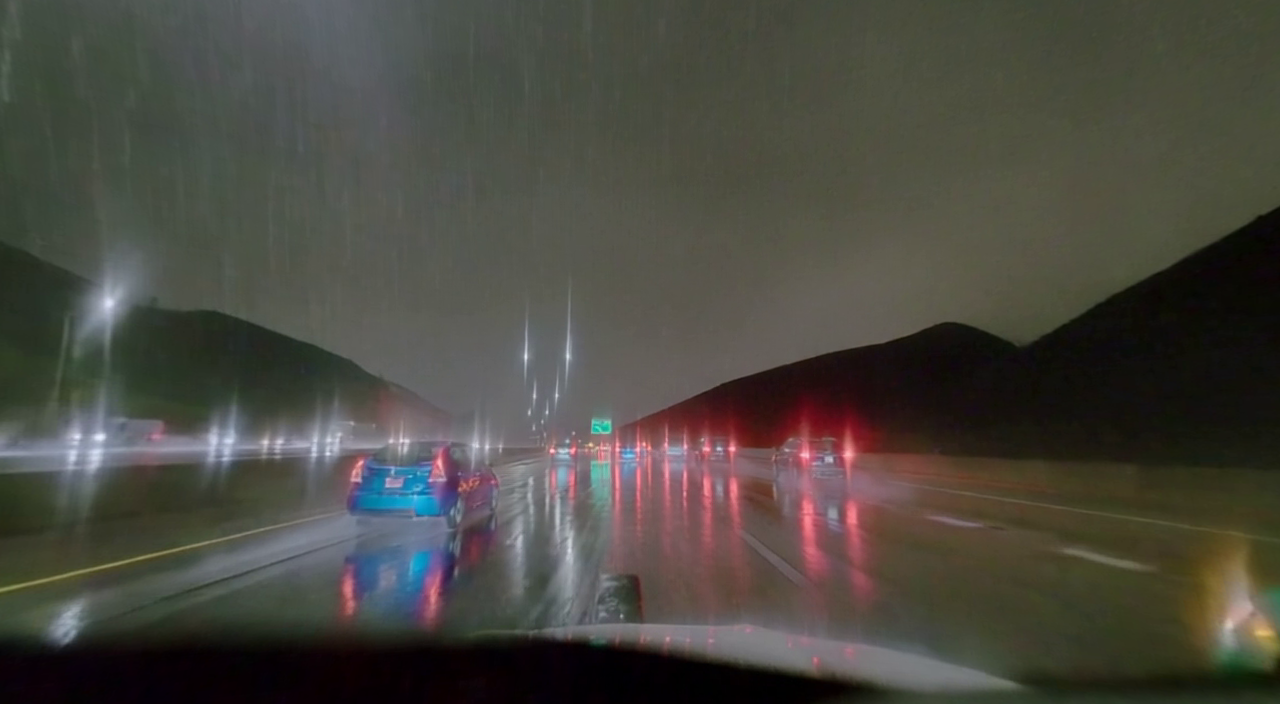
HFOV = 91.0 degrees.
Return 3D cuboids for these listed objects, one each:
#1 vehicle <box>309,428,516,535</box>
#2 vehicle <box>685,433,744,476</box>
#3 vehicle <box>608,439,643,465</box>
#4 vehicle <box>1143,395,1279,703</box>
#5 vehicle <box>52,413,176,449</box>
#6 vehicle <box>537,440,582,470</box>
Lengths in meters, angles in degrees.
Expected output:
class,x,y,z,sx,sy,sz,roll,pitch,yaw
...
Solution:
class,x,y,z,sx,sy,sz,roll,pitch,yaw
vehicle,-3.686,2.177,11.189,1.993,1.500,4.248,0,-9,1
vehicle,3.429,4.861,30.056,2.222,1.820,4.733,0,-9,0
vehicle,-0.872,6.356,40.051,2.147,1.572,4.094,0,-9,0
vehicle,3.401,0.656,0.514,2.136,1.511,4.706,0,-9,1
vehicle,-36.355,5.591,43.944,2.560,2.239,7.013,0,-9,0
vehicle,-4.124,5.356,32.824,1.796,1.464,3.839,0,-9,0
